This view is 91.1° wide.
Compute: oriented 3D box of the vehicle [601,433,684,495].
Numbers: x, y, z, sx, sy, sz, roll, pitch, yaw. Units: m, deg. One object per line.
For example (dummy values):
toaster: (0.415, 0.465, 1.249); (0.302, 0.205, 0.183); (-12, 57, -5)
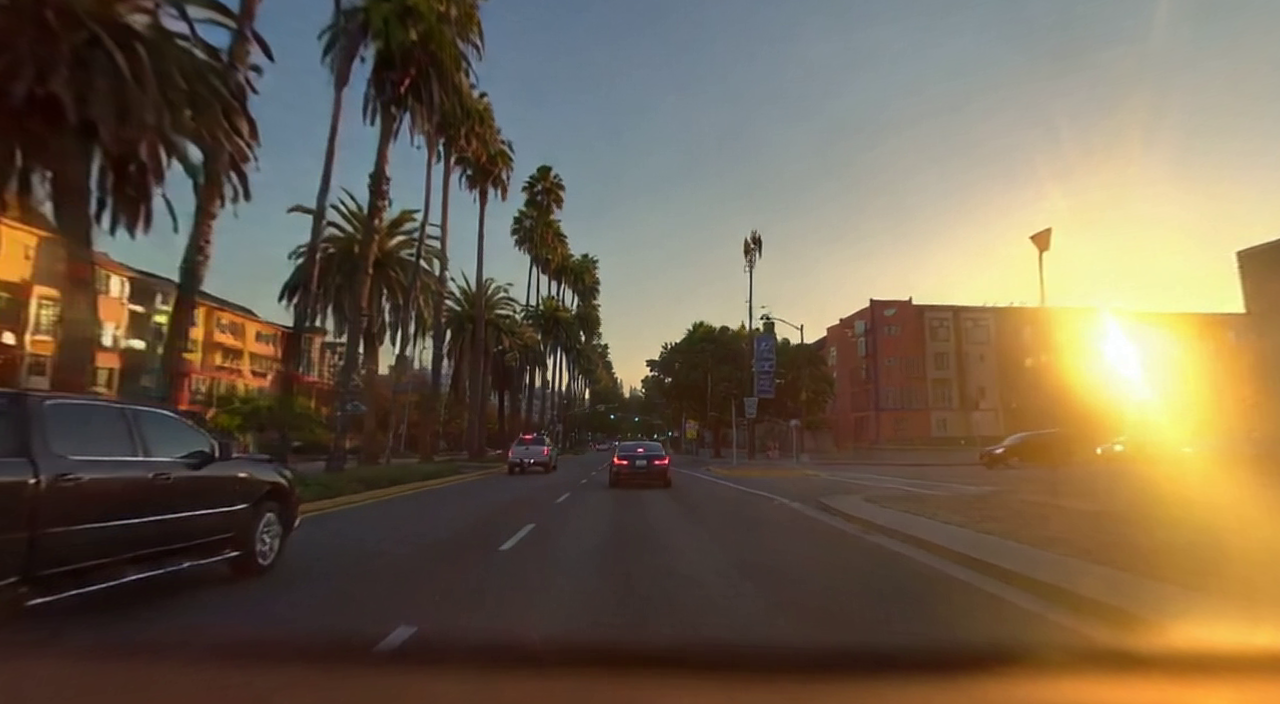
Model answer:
vehicle: (-0.002, 3.187, 18.324); (2.122, 1.562, 4.152); (0, -8, -2)

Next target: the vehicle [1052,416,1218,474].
vehicle: (38.472, 7.208, 49.082); (10.136, 4.260, 3.014); (0, -8, 1)

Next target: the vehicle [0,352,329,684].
vehicle: (-4.813, 1.075, 4.421); (2.187, 1.904, 6.103); (0, -8, -1)

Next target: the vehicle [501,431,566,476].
vehicle: (-5.304, 5.129, 32.244); (2.447, 2.062, 5.911); (0, -8, -2)

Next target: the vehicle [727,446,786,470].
vehicle: (6.452, 5.790, 34.388); (2.949, 1.209, 3.070); (-2, -8, 14)

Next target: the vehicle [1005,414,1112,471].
vehicle: (32.576, 7.070, 49.068); (5.858, 4.169, 3.001); (-1, -9, 1)
